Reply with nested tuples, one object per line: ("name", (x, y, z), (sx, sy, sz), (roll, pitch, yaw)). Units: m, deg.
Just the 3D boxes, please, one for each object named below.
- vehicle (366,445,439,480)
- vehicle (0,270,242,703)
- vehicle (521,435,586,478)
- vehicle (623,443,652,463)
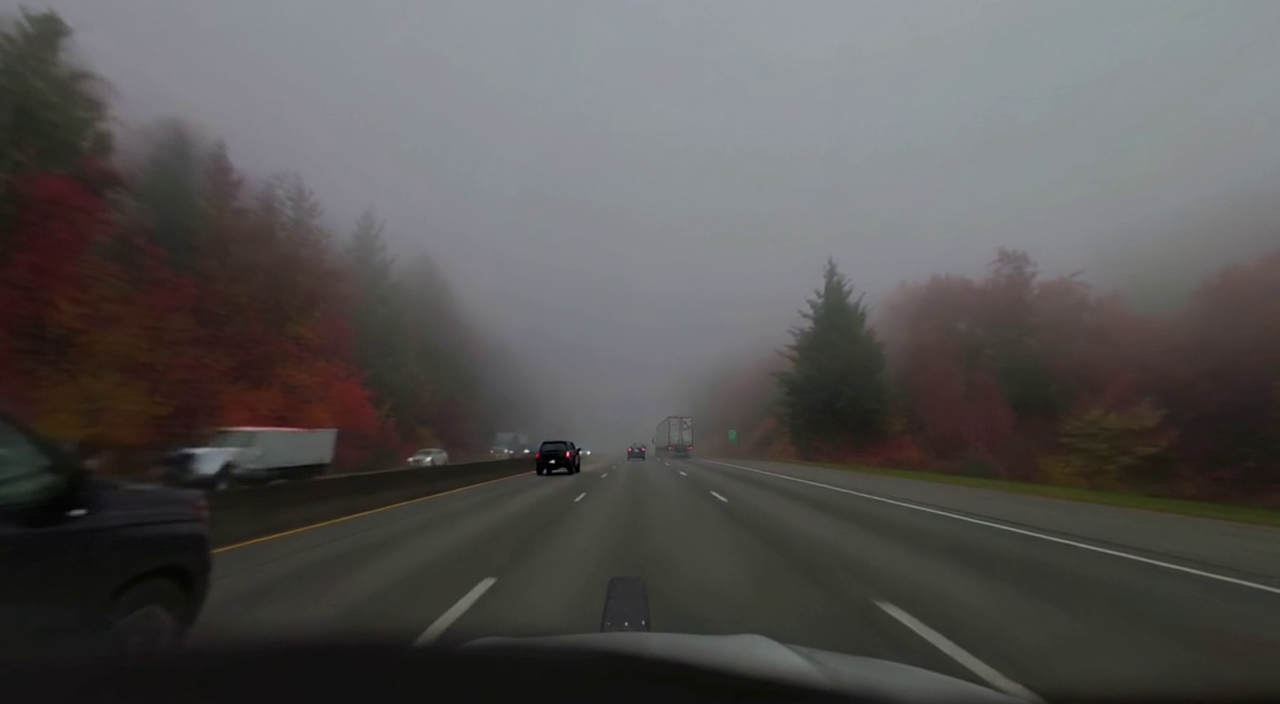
("vehicle", (-10.932, 5.101, 29.299), (1.860, 1.464, 4.218), (0, -8, -2))
("vehicle", (-3.471, 0.472, 0.988), (2.180, 1.916, 5.263), (0, -8, 1))
("vehicle", (-3.639, 4.514, 27.415), (2.077, 1.669, 4.739), (0, -8, 1))
("vehicle", (-0.200, 7.805, 48.730), (2.152, 1.484, 4.211), (0, -8, 0))
